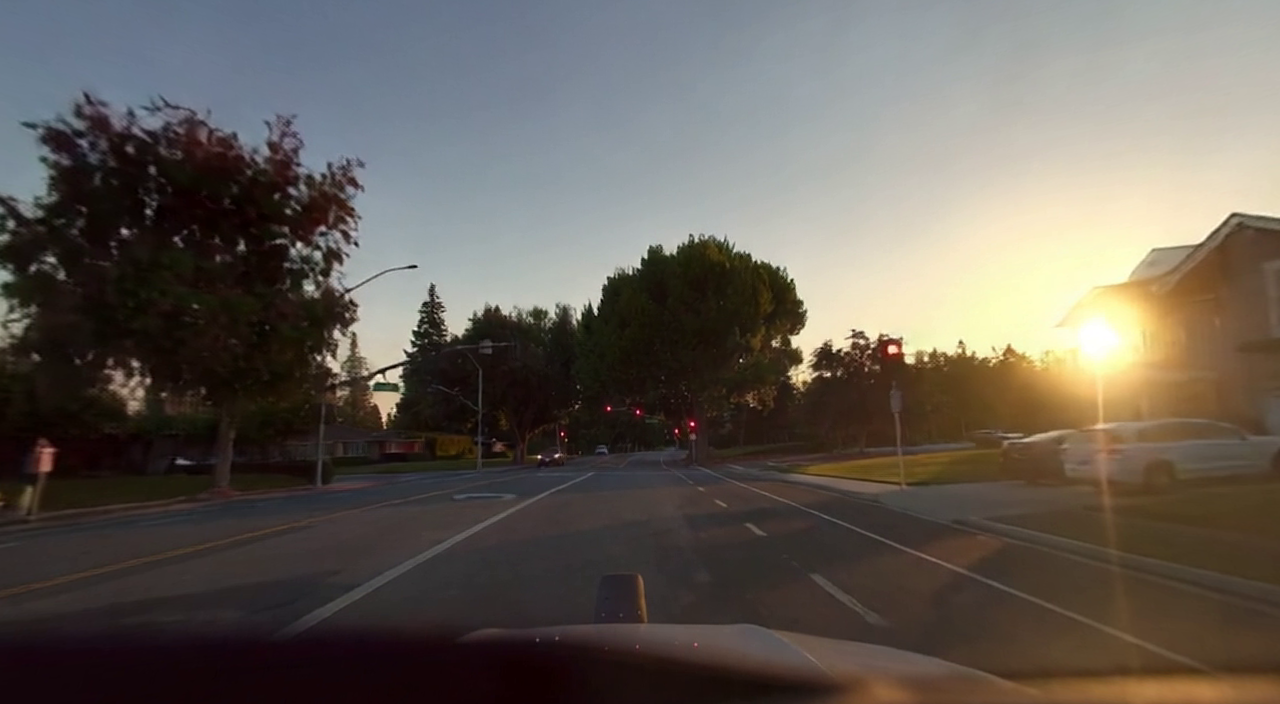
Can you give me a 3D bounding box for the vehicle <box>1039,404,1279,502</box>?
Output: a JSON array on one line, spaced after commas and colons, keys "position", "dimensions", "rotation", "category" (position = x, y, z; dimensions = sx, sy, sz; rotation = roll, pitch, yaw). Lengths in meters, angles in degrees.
[{"position": [10.835, 1.984, 12.576], "dimensions": [4.423, 1.779, 1.883], "rotation": [0, -8, 1], "category": "vehicle"}]
